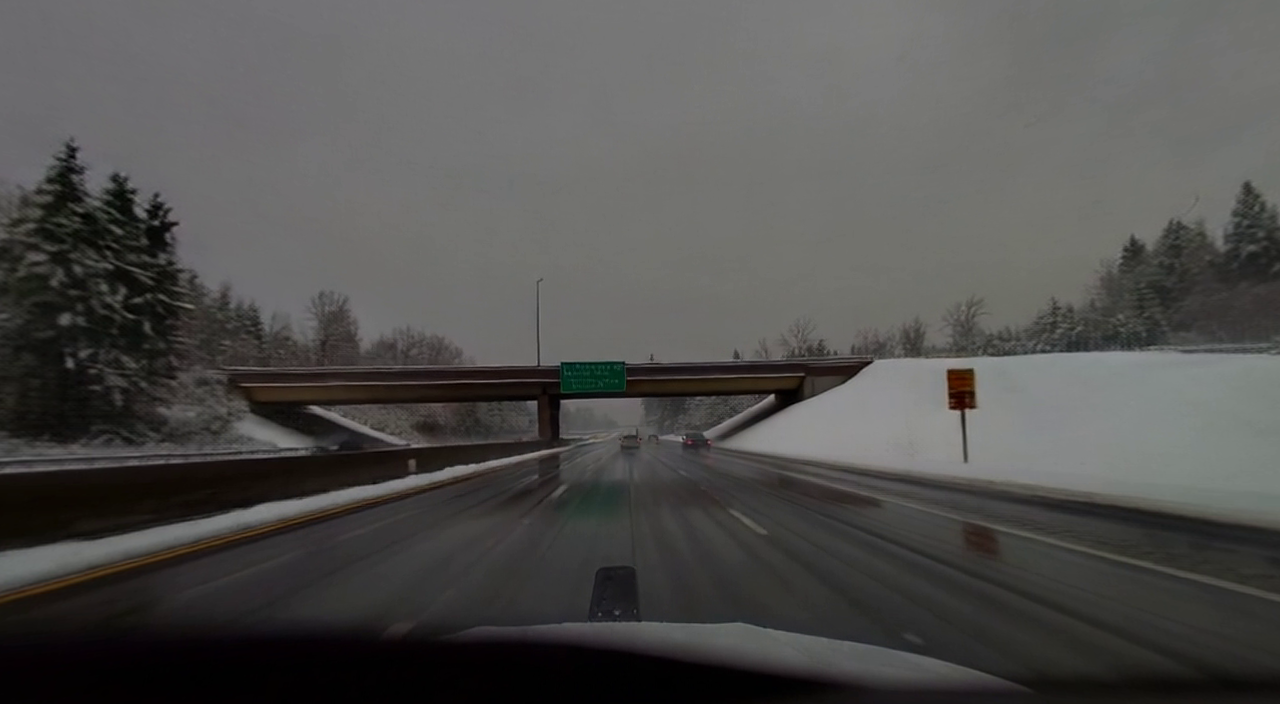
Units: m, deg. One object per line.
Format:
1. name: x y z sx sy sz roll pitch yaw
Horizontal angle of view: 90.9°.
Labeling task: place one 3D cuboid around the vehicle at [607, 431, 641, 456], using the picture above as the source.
1. vehicle: -0.952 5.592 38.757 1.987 1.440 3.565 0 -8 -1

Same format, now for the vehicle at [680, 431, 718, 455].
1. vehicle: 3.965 6.178 43.028 2.056 1.508 4.093 0 -8 -2
